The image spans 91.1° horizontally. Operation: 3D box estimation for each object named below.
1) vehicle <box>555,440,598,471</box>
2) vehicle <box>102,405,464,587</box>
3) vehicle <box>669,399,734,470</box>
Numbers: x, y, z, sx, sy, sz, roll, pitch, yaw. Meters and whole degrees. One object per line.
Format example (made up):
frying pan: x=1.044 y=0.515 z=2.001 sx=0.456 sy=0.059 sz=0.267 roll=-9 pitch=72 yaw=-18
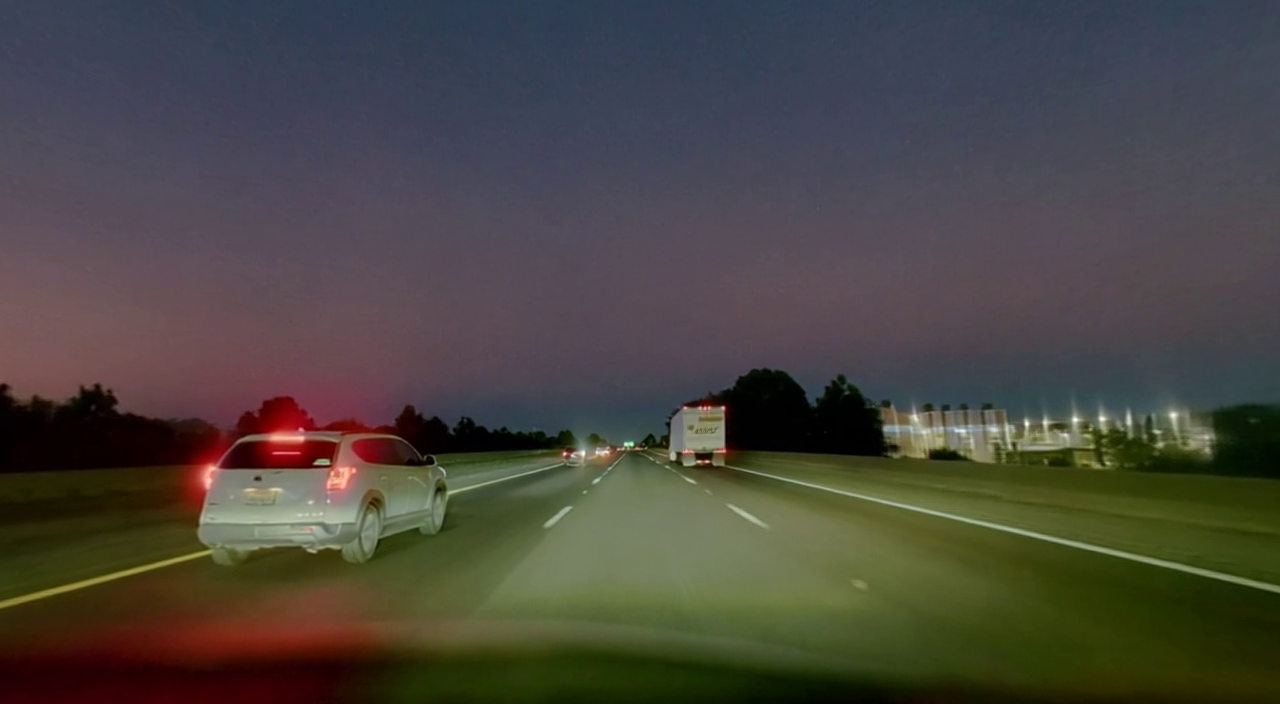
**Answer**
vehicle: x=-3.771 y=6.288 z=38.253 sx=2.139 sy=1.716 sz=4.530 roll=0 pitch=-9 yaw=0
vehicle: x=-4.169 y=1.773 z=8.569 sx=2.202 sy=1.760 sz=4.617 roll=0 pitch=-9 yaw=0
vehicle: x=4.053 y=6.068 z=45.179 sx=2.998 sy=4.236 sz=13.886 roll=0 pitch=-9 yaw=-1
